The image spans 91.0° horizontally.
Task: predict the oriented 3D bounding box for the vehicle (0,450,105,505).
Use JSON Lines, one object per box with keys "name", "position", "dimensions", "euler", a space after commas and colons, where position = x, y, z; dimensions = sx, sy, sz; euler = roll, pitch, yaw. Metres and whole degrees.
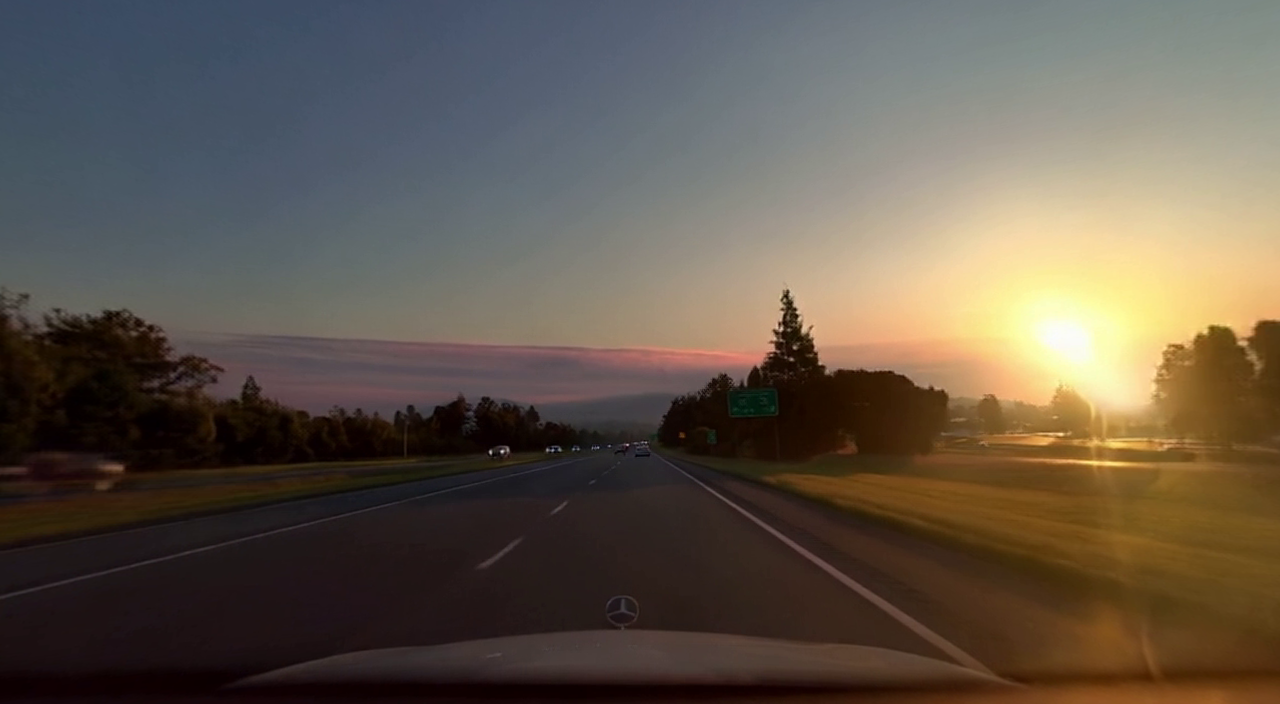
{"name": "vehicle", "position": [-19.221, 3.746, 18.996], "dimensions": [1.960, 1.519, 4.654], "euler": [0, -9, 2]}
